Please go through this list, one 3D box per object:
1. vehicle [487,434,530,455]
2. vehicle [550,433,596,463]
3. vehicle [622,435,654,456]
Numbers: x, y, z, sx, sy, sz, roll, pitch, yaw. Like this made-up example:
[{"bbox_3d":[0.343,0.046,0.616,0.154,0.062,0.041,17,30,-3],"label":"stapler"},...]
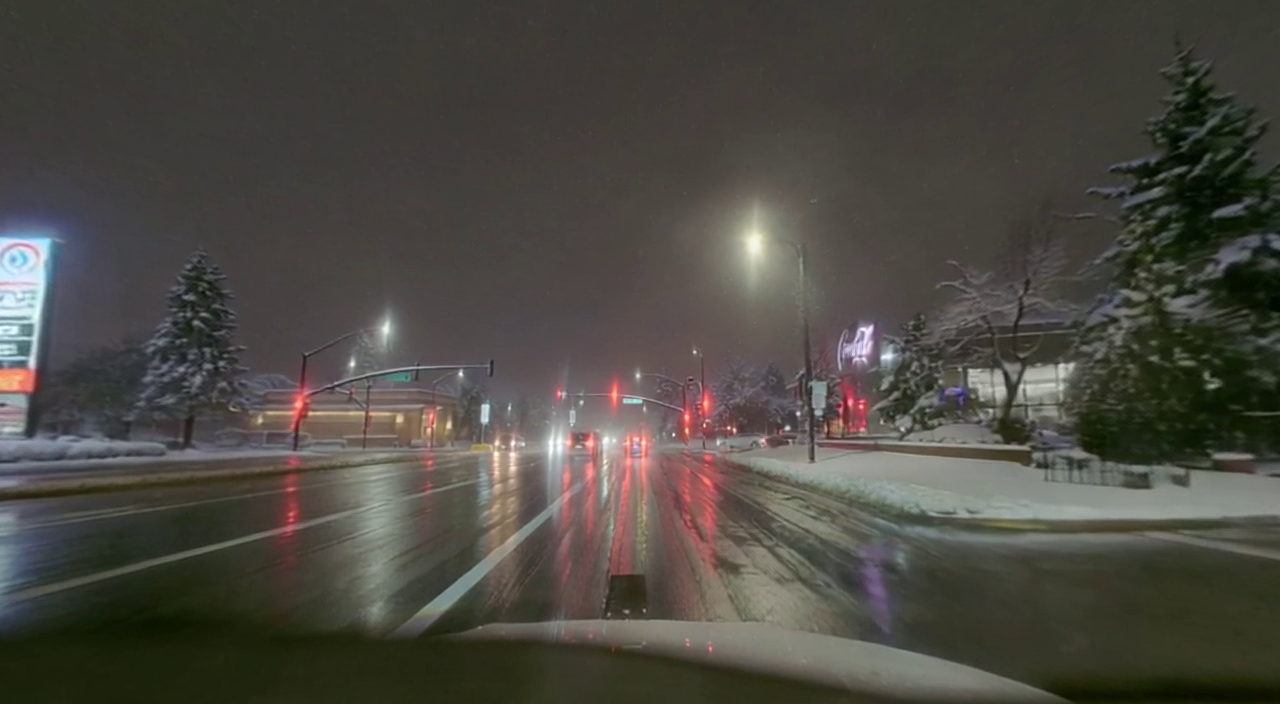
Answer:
[{"bbox_3d":[-9.965,7.066,48.111,2.096,1.474,4.585,0,-8,3],"label":"vehicle"},{"bbox_3d":[-3.573,5.251,34.559,2.029,1.517,4.375,0,-8,0],"label":"vehicle"},{"bbox_3d":[-0.130,6.945,47.057,2.258,1.507,3.896,0,-7,2],"label":"vehicle"}]
